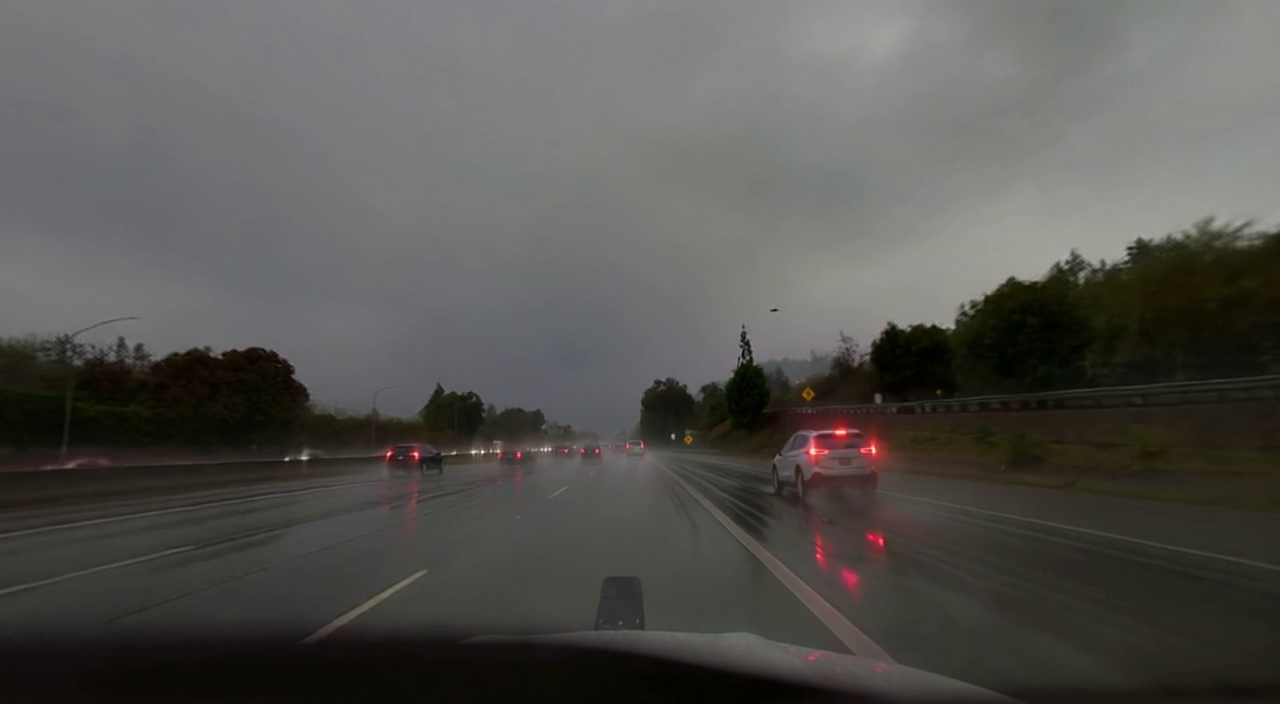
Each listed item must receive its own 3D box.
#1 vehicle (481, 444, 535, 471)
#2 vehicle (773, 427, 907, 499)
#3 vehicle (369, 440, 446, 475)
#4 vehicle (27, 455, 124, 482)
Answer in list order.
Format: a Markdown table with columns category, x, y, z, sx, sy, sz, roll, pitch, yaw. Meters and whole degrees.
| category | x | y | z | sx | sy | sz | roll | pitch | yaw |
| --- | --- | --- | --- | --- | --- | --- | --- | --- | --- |
| vehicle | -7.550 | 6.085 | 36.553 | 2.071 | 1.486 | 4.703 | 0 | -9 | 0 |
| vehicle | 5.636 | 3.212 | 18.608 | 2.259 | 1.816 | 4.862 | 0 | -9 | -1 |
| vehicle | -11.546 | 5.257 | 31.634 | 2.107 | 1.628 | 4.446 | 0 | -9 | 0 |
| vehicle | -34.684 | 7.154 | 38.866 | 1.882 | 1.534 | 4.367 | 0 | -9 | -1 |
